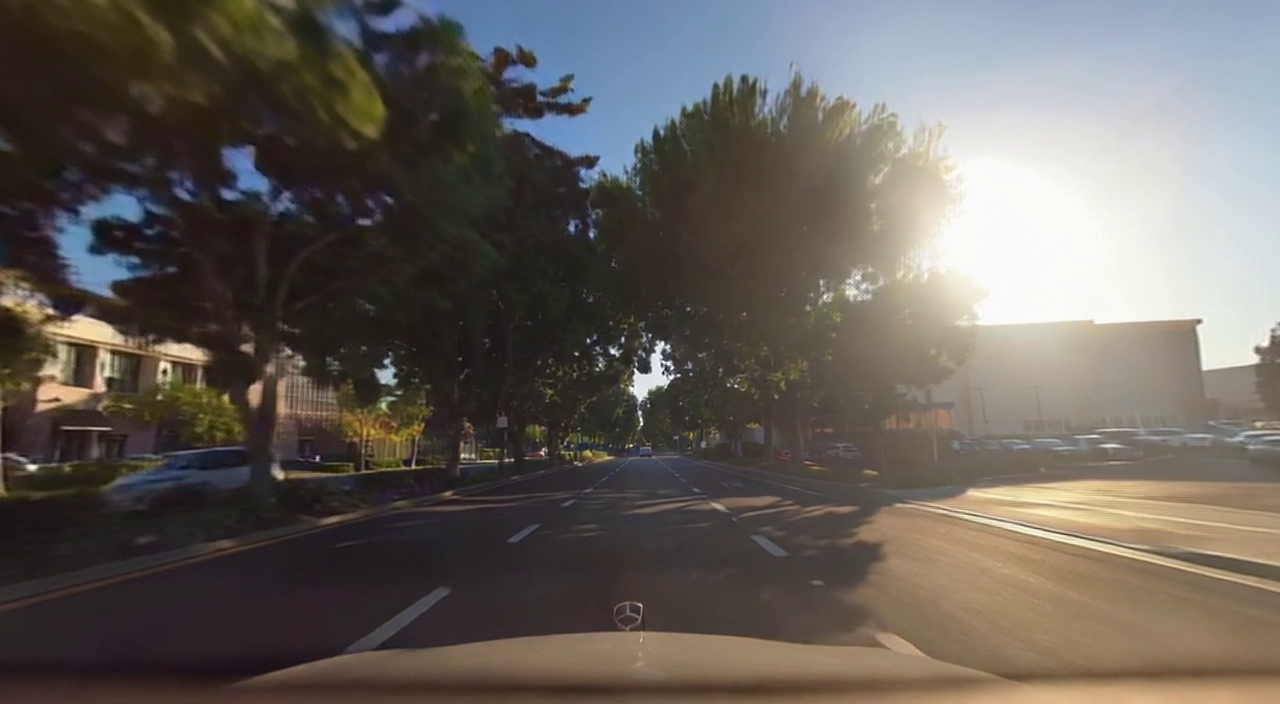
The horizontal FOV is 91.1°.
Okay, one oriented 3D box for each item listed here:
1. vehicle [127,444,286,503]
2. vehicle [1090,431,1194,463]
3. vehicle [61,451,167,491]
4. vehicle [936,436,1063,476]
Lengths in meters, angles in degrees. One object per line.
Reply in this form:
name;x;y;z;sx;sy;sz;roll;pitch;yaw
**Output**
vehicle;-15.830;4.401;23.386;2.266;1.924;5.024;0;-9;1
vehicle;29.554;5.619;37.075;4.342;1.641;1.975;-3;-8;0
vehicle;-31.331;7.044;37.646;2.160;2.118;4.989;0;-9;-3
vehicle;17.049;4.935;29.946;4.720;1.769;2.229;0;-9;-5
